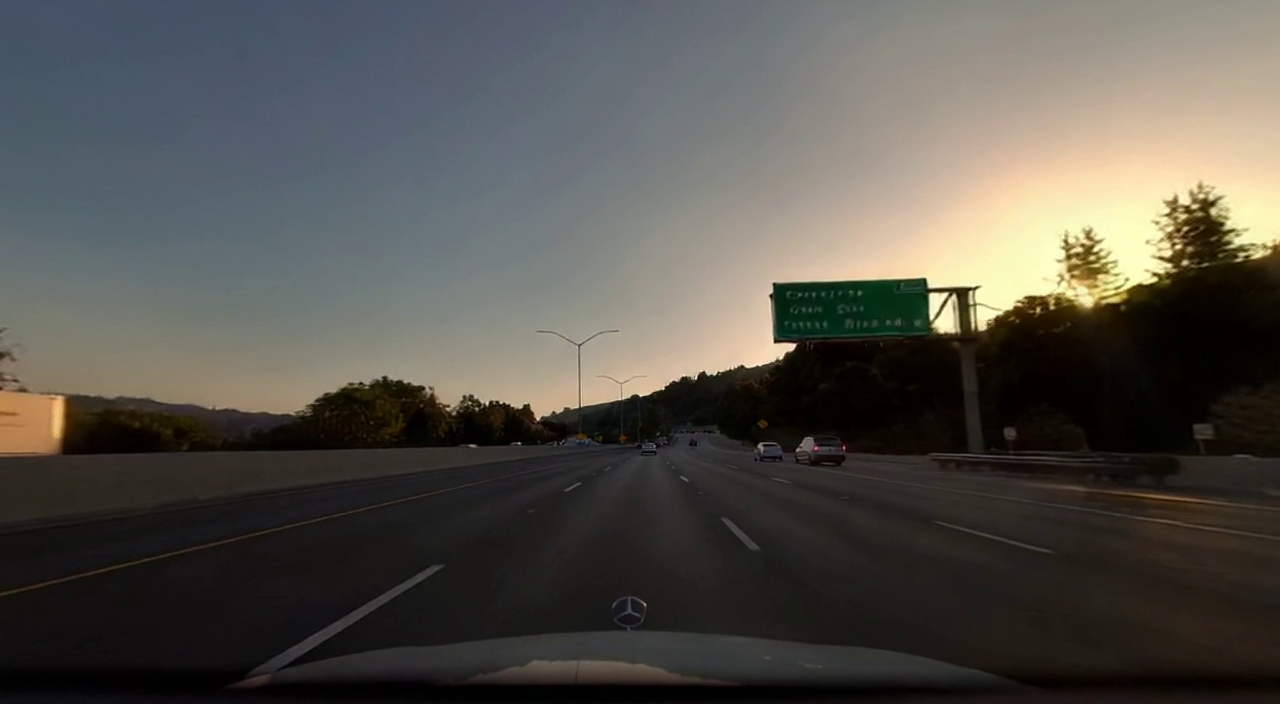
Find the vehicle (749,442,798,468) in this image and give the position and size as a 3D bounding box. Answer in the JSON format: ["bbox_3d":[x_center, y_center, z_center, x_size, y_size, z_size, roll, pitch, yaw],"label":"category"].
[{"bbox_3d":[8.081,6.290,38.597,2.056,1.465,4.304,0,-8,-1],"label":"vehicle"}]
